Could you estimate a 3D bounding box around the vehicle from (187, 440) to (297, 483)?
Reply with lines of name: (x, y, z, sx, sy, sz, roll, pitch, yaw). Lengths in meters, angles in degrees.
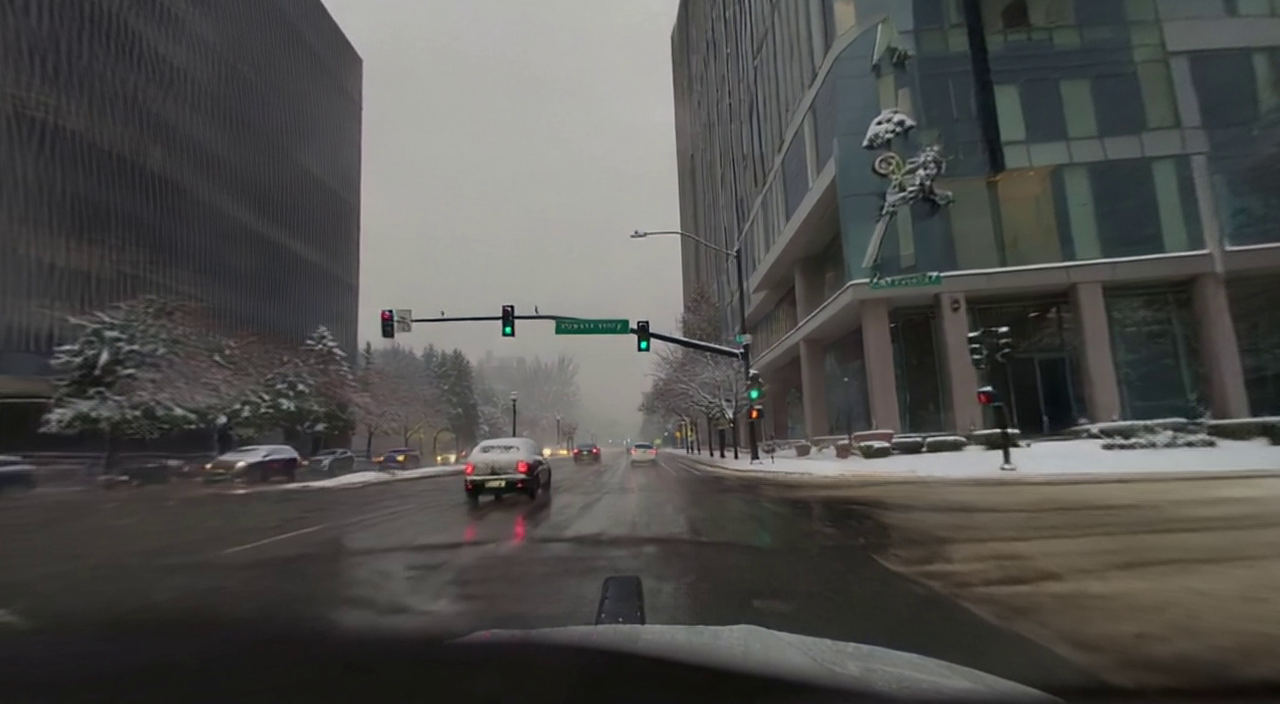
vehicle: (-17.255, 4.742, 27.693, 1.926, 1.711, 4.516, 0, -8, -1)

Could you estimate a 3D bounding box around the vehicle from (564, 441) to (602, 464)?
vehicle: (-3.692, 6.579, 41.714, 2.088, 1.430, 4.482, 0, -8, 0)

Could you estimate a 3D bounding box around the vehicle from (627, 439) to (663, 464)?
vehicle: (0.300, 6.123, 39.126, 2.102, 1.482, 4.125, 0, -8, 0)

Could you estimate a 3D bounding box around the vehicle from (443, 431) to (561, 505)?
vehicle: (-3.180, 2.737, 15.378, 1.983, 1.545, 3.773, 0, -8, 0)

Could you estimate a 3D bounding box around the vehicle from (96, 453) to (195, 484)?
vehicle: (-26.745, 6.301, 34.403, 1.853, 1.467, 4.380, 0, -8, 0)
